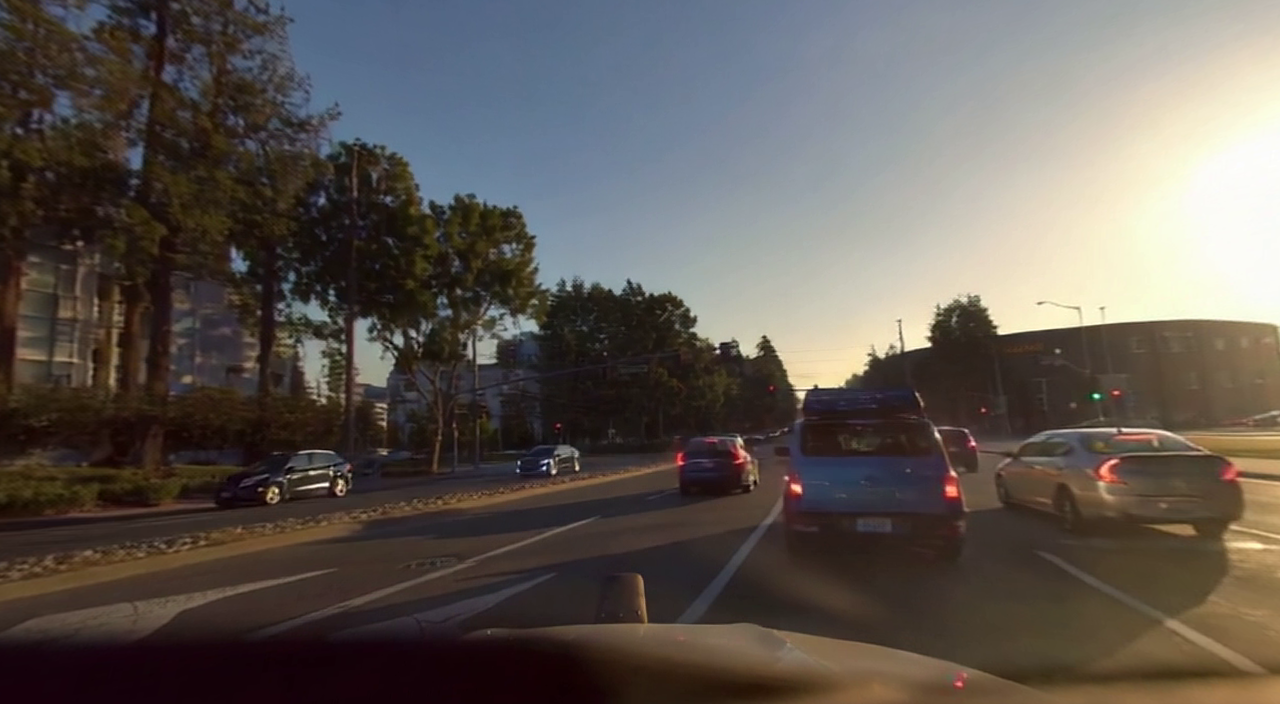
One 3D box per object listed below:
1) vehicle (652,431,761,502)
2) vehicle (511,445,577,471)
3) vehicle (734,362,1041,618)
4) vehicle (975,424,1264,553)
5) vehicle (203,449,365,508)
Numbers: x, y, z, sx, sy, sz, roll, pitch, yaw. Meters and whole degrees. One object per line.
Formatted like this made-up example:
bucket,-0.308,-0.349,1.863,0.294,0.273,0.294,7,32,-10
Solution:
vehicle,1.810,2.791,15.800,2.010,1.515,4.152,-3,-9,15
vehicle,-5.984,6.668,39.911,2.005,1.489,4.650,-4,-9,21
vehicle,2.479,1.373,7.167,2.188,1.892,4.488,-3,-9,15
vehicle,6.658,1.887,9.420,1.862,1.451,4.083,-2,-9,14
vehicle,-11.699,4.137,21.129,2.018,1.715,4.451,-3,-9,17
